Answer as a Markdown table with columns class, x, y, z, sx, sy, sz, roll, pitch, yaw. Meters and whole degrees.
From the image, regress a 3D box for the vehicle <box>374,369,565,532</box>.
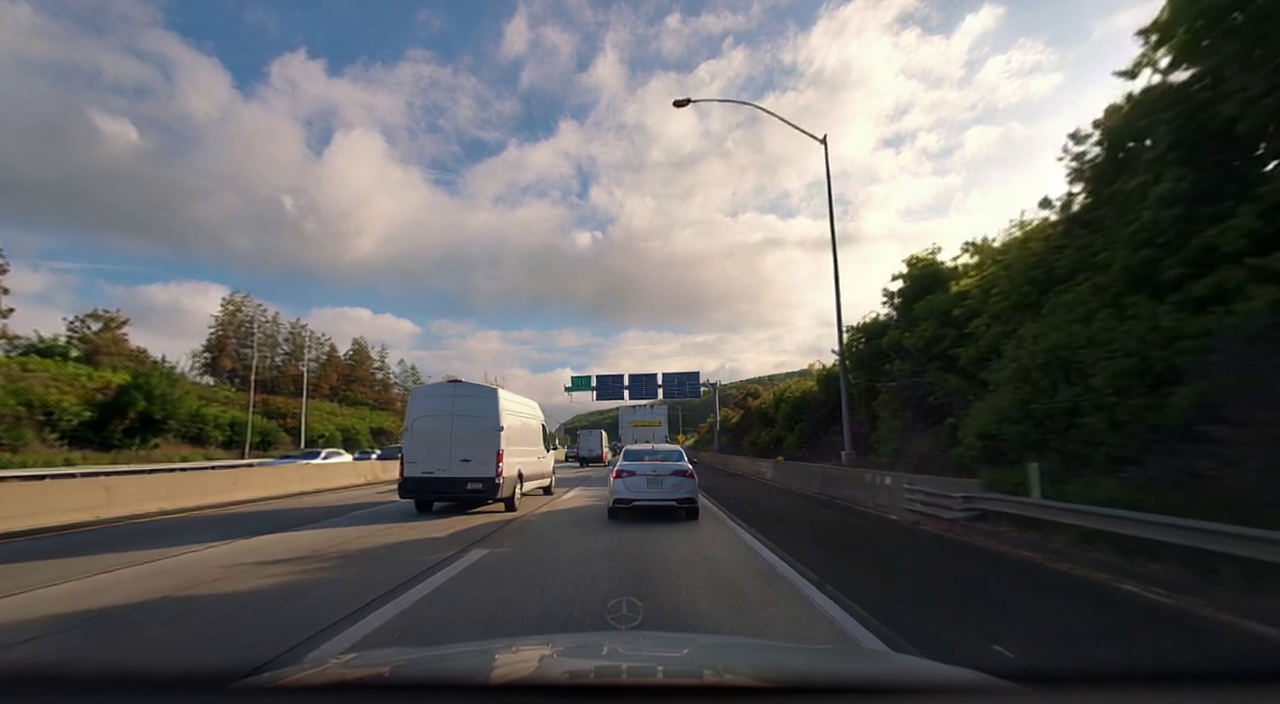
| class | x | y | z | sx | sy | sz | roll | pitch | yaw |
| --- | --- | --- | --- | --- | --- | --- | --- | --- | --- |
| vehicle | -3.279 | 2.170 | 14.103 | 2.289 | 2.757 | 6.726 | 0 | -9 | 1 |

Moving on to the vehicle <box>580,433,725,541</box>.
| class | x | y | z | sx | sy | sz | roll | pitch | yaw |
| --- | --- | --- | --- | --- | --- | --- | --- | --- | --- |
| vehicle | 0.161 | 2.197 | 10.805 | 2.063 | 1.507 | 3.488 | 0 | -9 | 0 |

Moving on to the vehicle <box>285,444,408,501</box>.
| class | x | y | z | sx | sy | sz | roll | pitch | yaw |
| --- | --- | --- | --- | --- | --- | --- | --- | --- | --- |
| vehicle | -8.498 | 3.494 | 18.660 | 1.876 | 1.482 | 3.539 | 0 | -9 | 0 |
